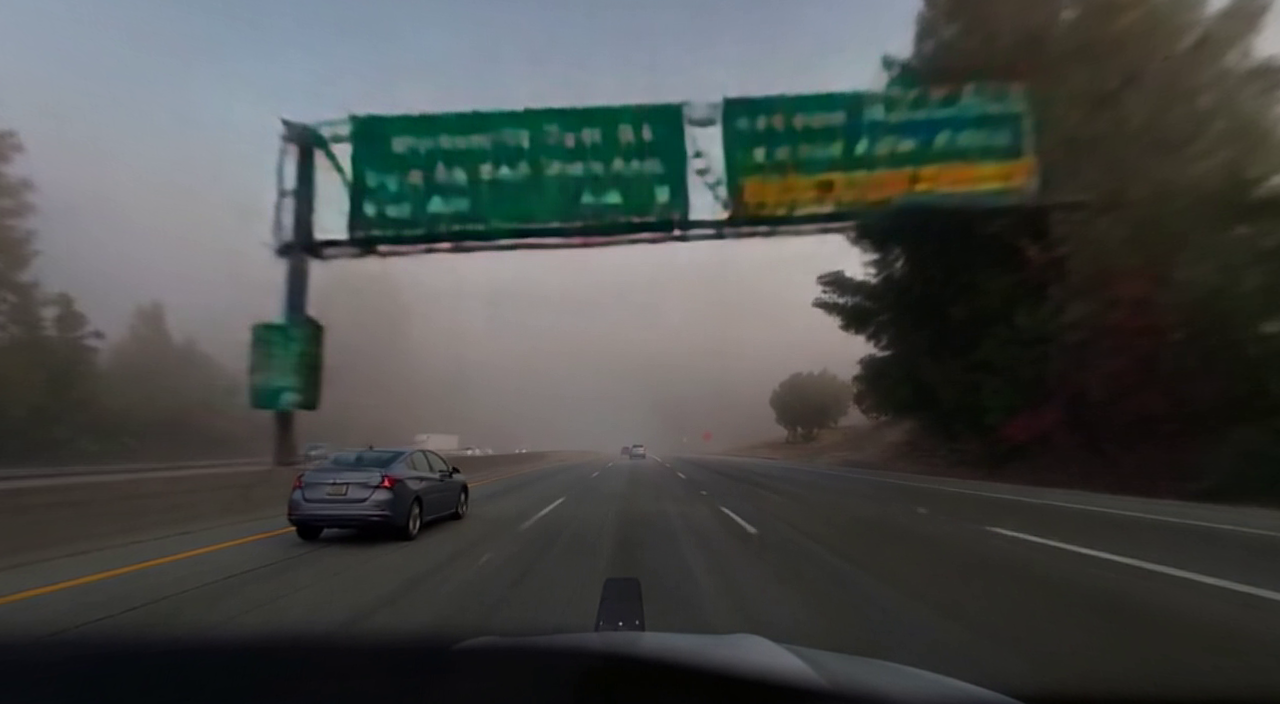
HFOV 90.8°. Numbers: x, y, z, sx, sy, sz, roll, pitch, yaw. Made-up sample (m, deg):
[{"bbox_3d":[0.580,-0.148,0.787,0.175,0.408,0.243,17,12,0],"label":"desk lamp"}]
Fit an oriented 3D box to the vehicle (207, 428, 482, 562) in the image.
[{"bbox_3d":[-4.007,2.002,9.590,2.050,1.547,4.266,0,-9,1],"label":"vehicle"}]
